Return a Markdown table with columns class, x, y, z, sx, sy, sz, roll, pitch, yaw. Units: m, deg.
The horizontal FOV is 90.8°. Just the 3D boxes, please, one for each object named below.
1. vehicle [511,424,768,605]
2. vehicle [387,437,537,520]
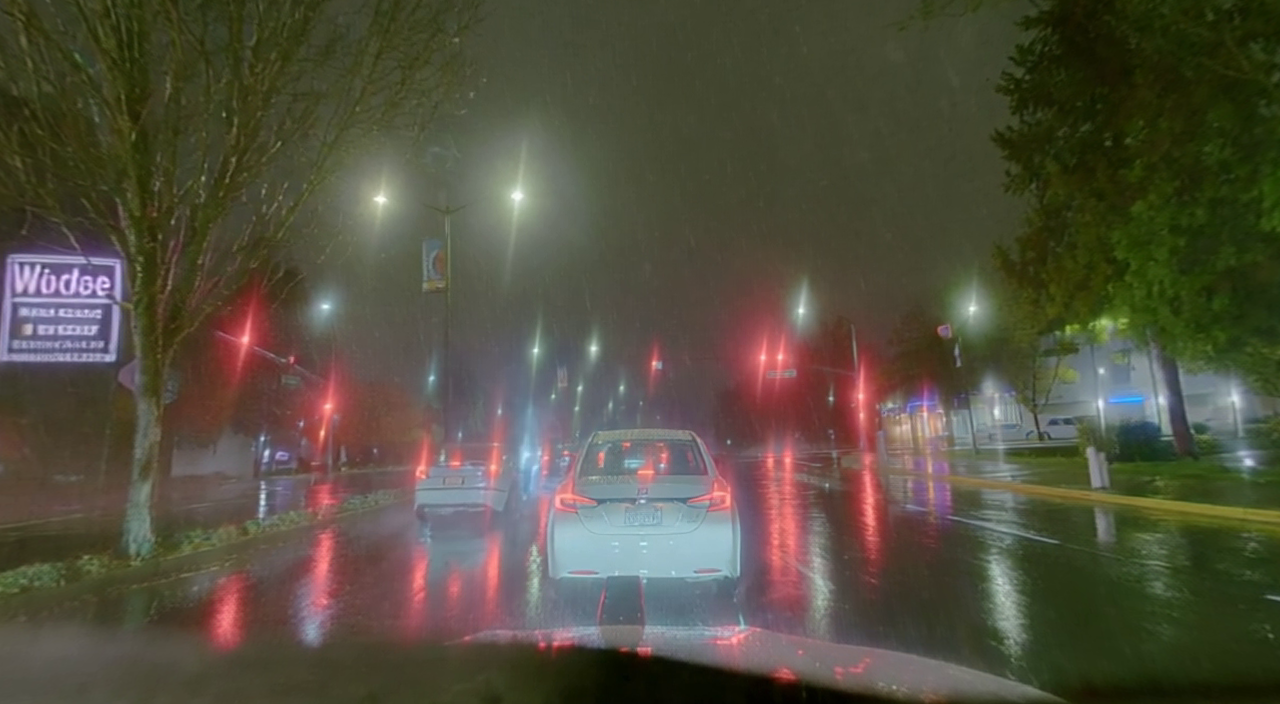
| class | x | y | z | sx | sy | sz | roll | pitch | yaw |
| --- | --- | --- | --- | --- | --- | --- | --- | --- | --- |
| vehicle | -0.059 | 1.639 | 7.293 | 2.126 | 1.475 | 3.967 | 0 | -8 | -2 |
| vehicle | -3.488 | 2.548 | 13.308 | 1.952 | 1.431 | 4.383 | 0 | -8 | -1 |
